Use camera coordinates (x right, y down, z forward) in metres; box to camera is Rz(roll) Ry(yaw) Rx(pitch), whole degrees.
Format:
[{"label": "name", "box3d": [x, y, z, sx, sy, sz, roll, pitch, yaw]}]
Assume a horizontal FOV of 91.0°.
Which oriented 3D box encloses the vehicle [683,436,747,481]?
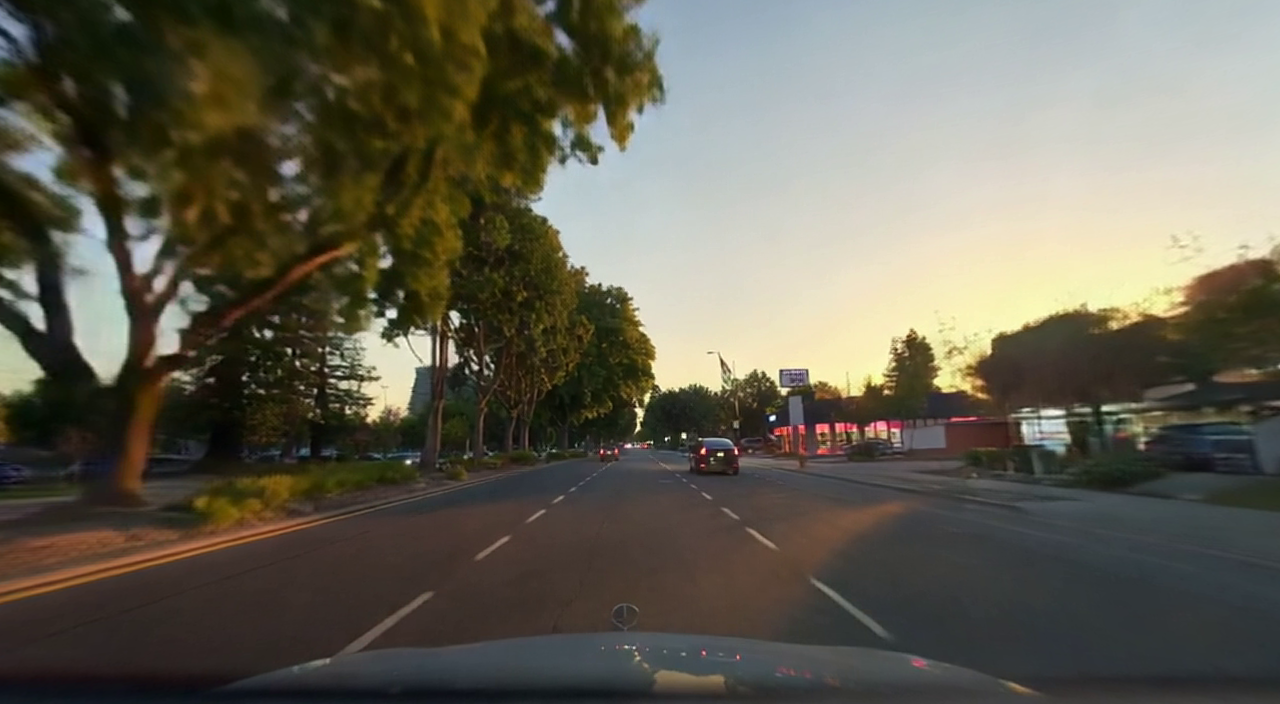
[{"label": "vehicle", "box3d": [3.046, 4.441, 26.586, 2.083, 1.743, 4.354, 0, -8, -1]}]
